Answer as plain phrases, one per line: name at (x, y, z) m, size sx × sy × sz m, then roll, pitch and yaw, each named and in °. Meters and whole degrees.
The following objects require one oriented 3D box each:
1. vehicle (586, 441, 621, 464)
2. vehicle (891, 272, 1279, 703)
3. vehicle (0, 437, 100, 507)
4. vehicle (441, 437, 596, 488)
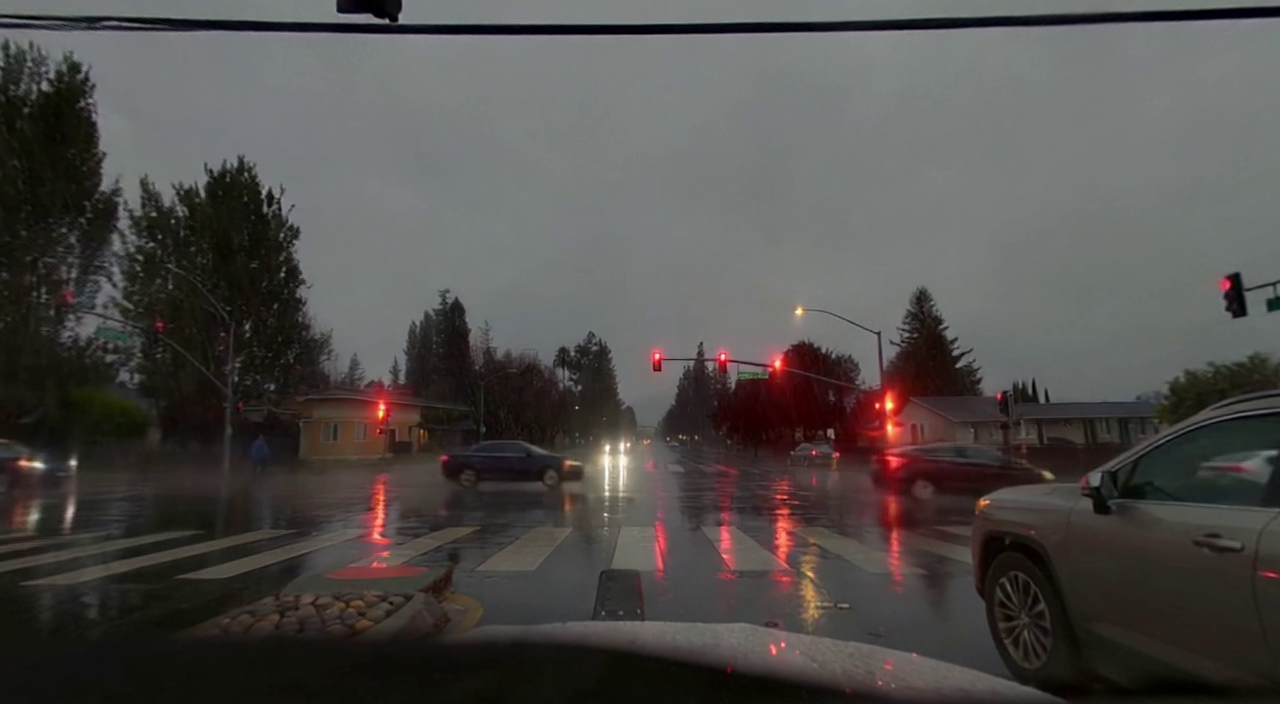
vehicle at (-2.392, 6.712, 42.263) m, size 2.046 × 1.491 × 4.118 m, roll 0°, pitch -9°, yaw 1°
vehicle at (2.715, 0.712, 1.718) m, size 2.085 × 1.800 × 4.908 m, roll 0°, pitch -9°, yaw 1°
vehicle at (-17.226, 3.078, 16.481) m, size 4.332 × 1.682 × 2.025 m, roll 0°, pitch -9°, yaw -1°
vehicle at (-3.738, 3.490, 20.111) m, size 4.537 × 1.501 × 1.950 m, roll 0°, pitch -9°, yaw -1°
